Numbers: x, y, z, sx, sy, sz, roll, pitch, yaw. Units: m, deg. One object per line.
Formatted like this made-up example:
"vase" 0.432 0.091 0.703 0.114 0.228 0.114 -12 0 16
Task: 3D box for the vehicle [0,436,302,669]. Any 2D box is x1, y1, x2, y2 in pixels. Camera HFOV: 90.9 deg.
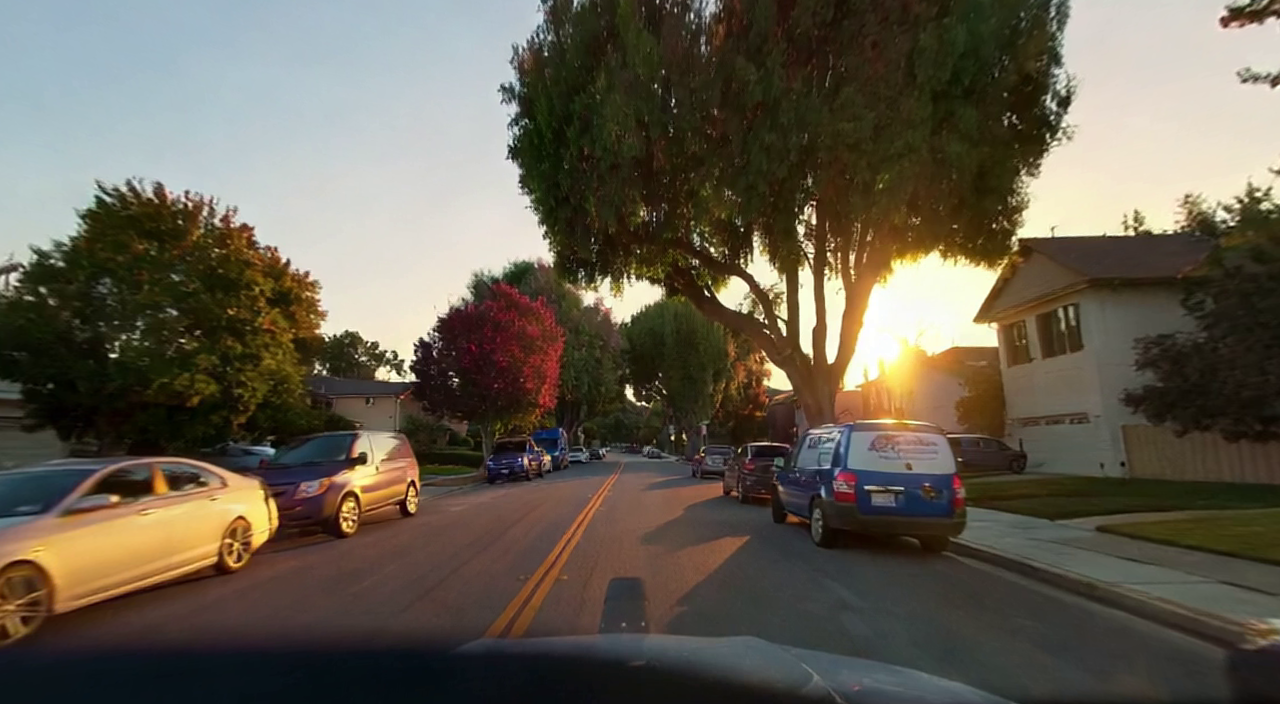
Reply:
"vehicle" -5.411 1.566 5.692 2.134 1.569 4.628 0 -8 0

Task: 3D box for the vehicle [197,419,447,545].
"vehicle" -5.377 2.242 11.623 2.163 1.818 4.697 0 -8 0

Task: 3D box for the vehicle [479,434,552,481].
"vehicle" -5.247 4.497 27.223 2.090 1.855 4.494 0 -8 2

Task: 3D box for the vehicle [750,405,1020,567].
"vehicle" 3.240 1.891 9.759 2.059 1.824 5.045 0 -8 -1
